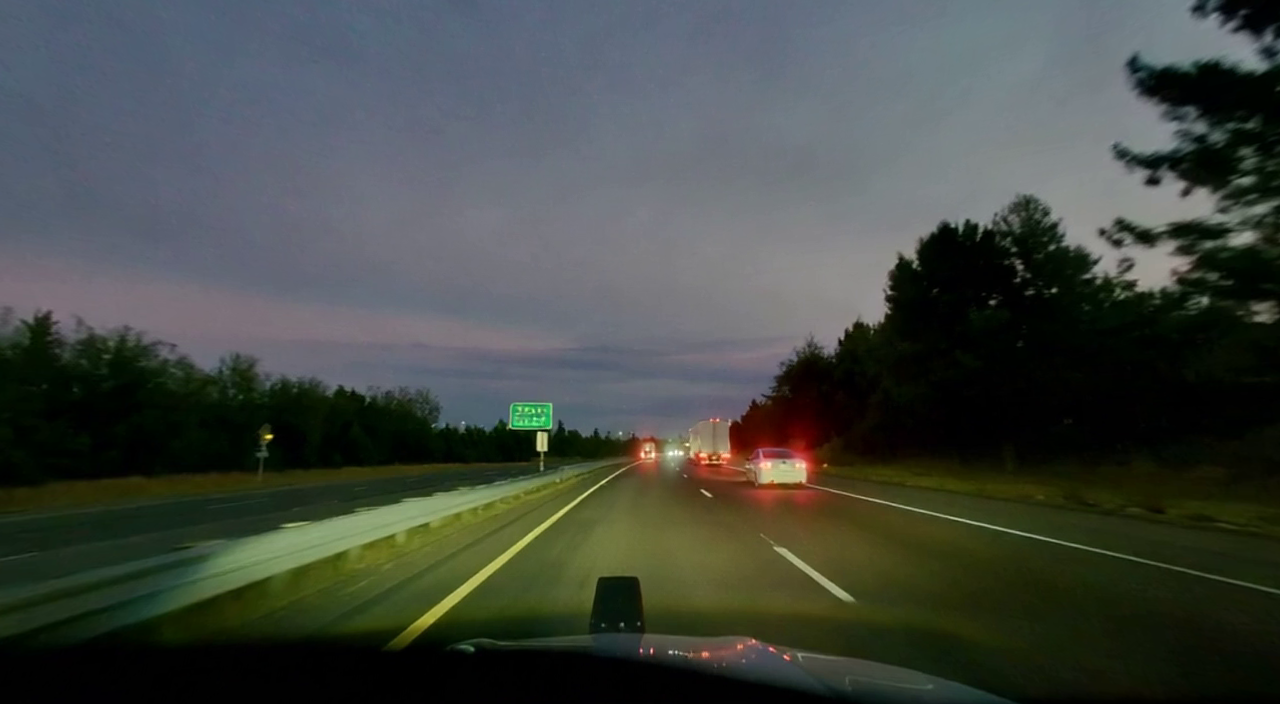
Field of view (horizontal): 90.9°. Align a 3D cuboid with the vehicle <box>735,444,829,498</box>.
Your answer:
[{"bbox_3d":[4.205,3.587,19.354,1.893,1.442,4.039,0,-9,-1],"label":"vehicle"}]
